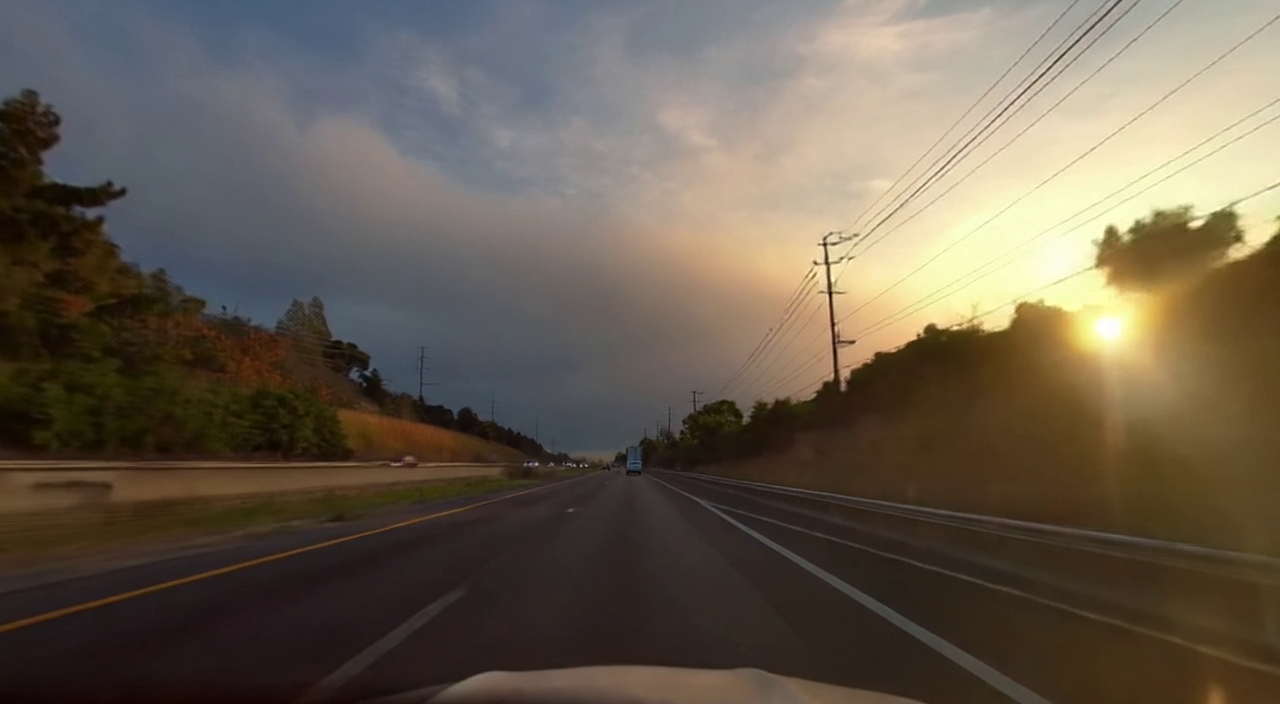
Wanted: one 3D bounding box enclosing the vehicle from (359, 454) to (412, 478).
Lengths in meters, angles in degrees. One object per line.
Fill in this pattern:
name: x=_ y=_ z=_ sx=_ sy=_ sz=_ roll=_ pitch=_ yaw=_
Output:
vehicle: x=-16.660 y=7.510 z=41.459 sx=1.859 sy=1.483 sz=3.979 roll=1 pitch=-11 yaw=-1
